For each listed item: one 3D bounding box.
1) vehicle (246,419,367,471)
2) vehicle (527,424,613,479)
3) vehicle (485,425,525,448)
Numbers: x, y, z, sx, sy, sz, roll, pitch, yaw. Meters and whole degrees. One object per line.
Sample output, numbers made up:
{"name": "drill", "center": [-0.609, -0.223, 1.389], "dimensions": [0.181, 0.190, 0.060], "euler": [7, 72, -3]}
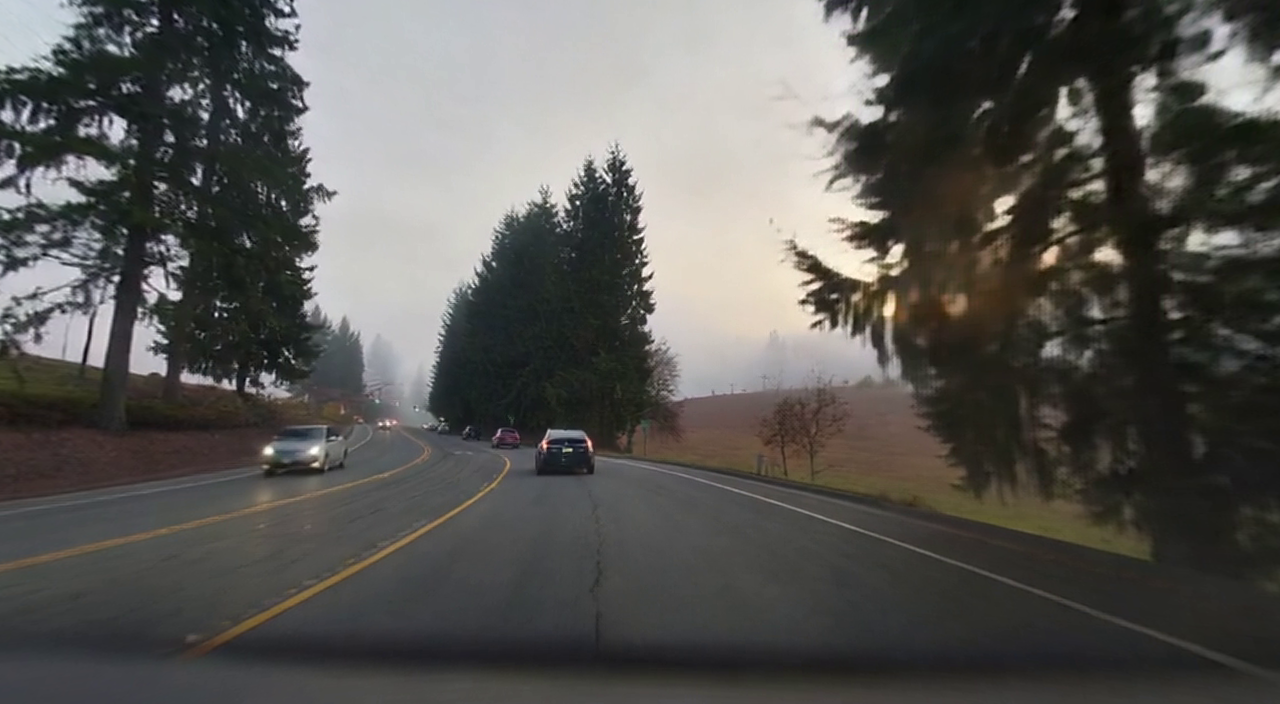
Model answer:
{"name": "vehicle", "center": [-10.729, 3.064, 20.690], "dimensions": [2.126, 1.493, 4.748], "euler": [1, -9, -11]}
{"name": "vehicle", "center": [-2.301, 3.081, 19.617], "dimensions": [2.296, 1.510, 4.068], "euler": [1, -9, -11]}
{"name": "vehicle", "center": [-9.400, 5.893, 43.570], "dimensions": [2.080, 1.530, 3.719], "euler": [3, -9, -22]}
